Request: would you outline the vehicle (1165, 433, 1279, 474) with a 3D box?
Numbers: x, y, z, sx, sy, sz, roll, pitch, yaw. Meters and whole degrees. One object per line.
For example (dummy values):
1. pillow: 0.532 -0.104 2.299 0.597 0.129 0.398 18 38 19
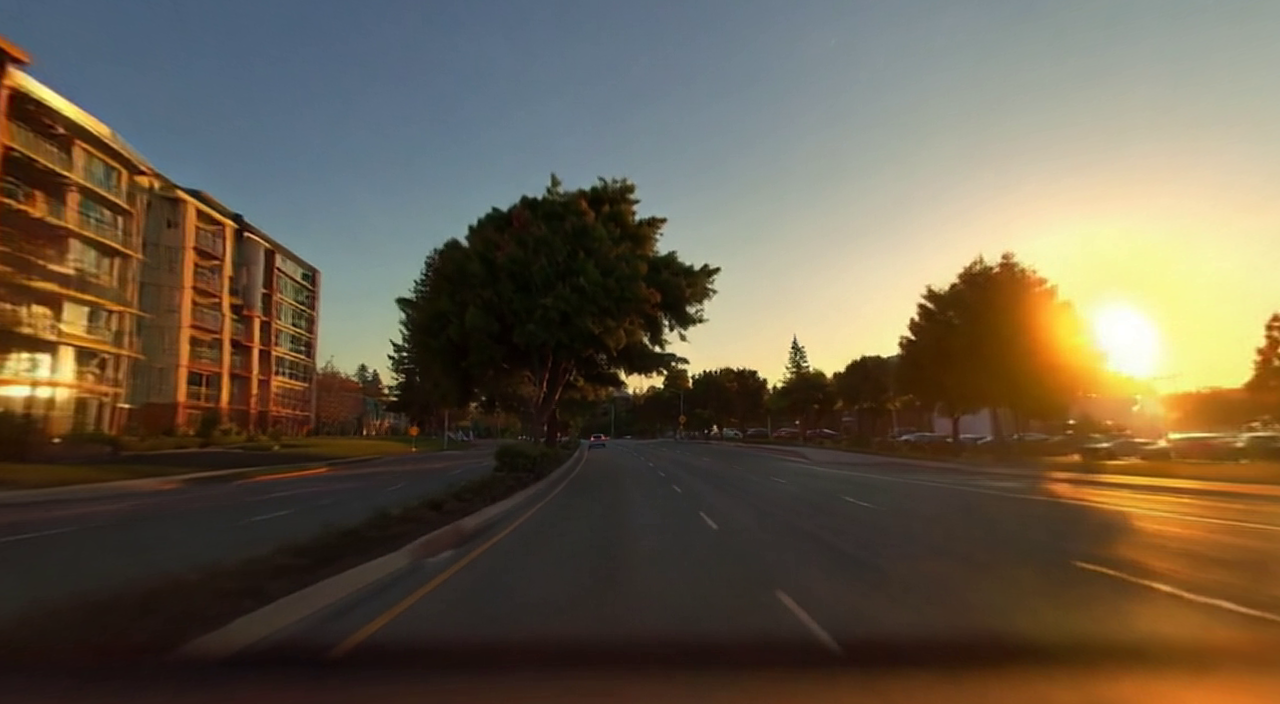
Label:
1. vehicle: 27.710 4.602 28.929 5.365 1.726 2.032 -1 -8 1
